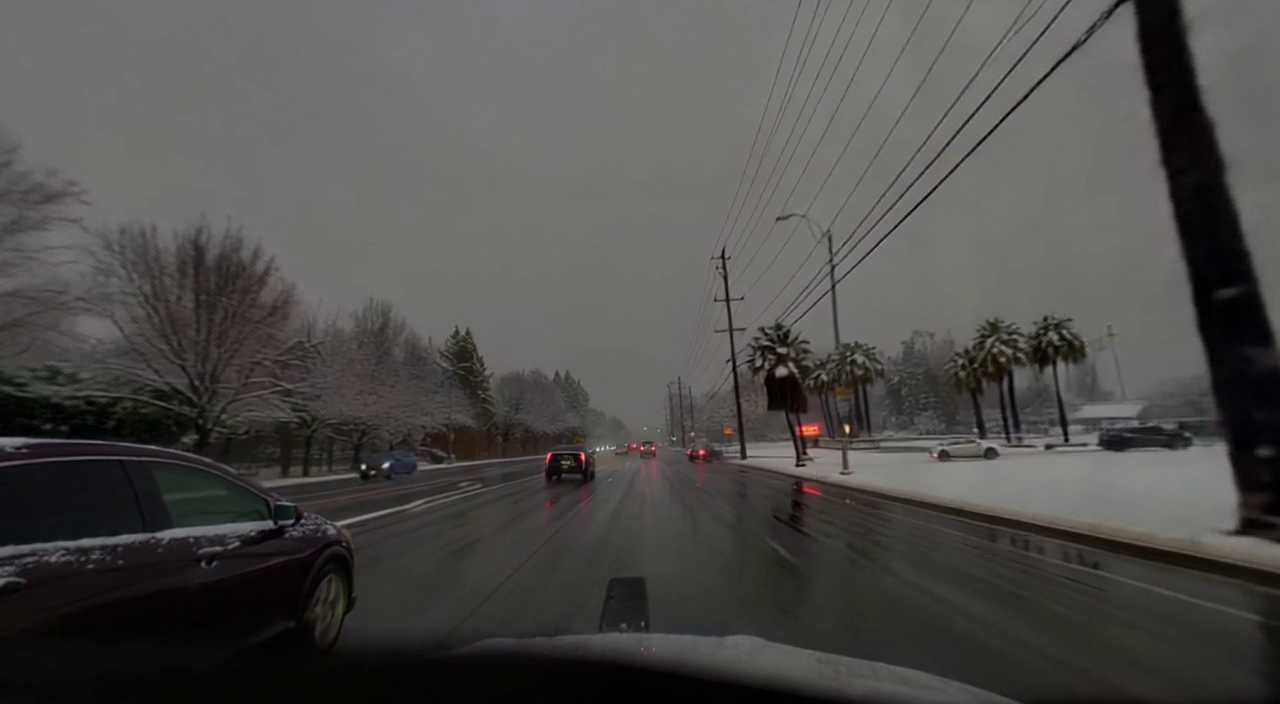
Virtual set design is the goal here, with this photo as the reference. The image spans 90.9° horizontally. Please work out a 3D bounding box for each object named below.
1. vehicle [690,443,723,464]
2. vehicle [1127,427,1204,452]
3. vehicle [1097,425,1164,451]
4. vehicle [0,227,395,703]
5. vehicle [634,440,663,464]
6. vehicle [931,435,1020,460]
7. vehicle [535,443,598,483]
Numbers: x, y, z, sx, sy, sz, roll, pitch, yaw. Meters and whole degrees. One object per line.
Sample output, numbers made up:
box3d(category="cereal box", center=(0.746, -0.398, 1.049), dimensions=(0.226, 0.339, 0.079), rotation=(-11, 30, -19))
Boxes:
box3d(category="vehicle", center=(5.024, 7.575, 47.195), dimensions=(2.062, 1.541, 4.420), rotation=(-2, -9, 11))
box3d(category="vehicle", center=(34.352, 5.719, 41.168), dimensions=(4.632, 1.533, 2.015), rotation=(4, -10, -27))
box3d(category="vehicle", center=(34.954, 6.114, 44.867), dimensions=(4.347, 1.761, 2.002), rotation=(4, -10, -28))
box3d(category="vehicle", center=(-3.111, 0.625, 1.928), dimensions=(2.381, 1.961, 5.563), rotation=(0, -9, 1))
box3d(category="vehicle", center=(0.644, 7.773, 49.113), dimensions=(2.155, 1.781, 3.977), rotation=(0, -8, 1))
box3d(category="vehicle", center=(21.114, 6.034, 39.824), dimensions=(4.392, 1.535, 2.131), rotation=(0, -9, 0))
box3d(category="vehicle", center=(-2.820, 4.373, 25.193), dimensions=(1.982, 1.451, 4.152), rotation=(0, -8, 1))
